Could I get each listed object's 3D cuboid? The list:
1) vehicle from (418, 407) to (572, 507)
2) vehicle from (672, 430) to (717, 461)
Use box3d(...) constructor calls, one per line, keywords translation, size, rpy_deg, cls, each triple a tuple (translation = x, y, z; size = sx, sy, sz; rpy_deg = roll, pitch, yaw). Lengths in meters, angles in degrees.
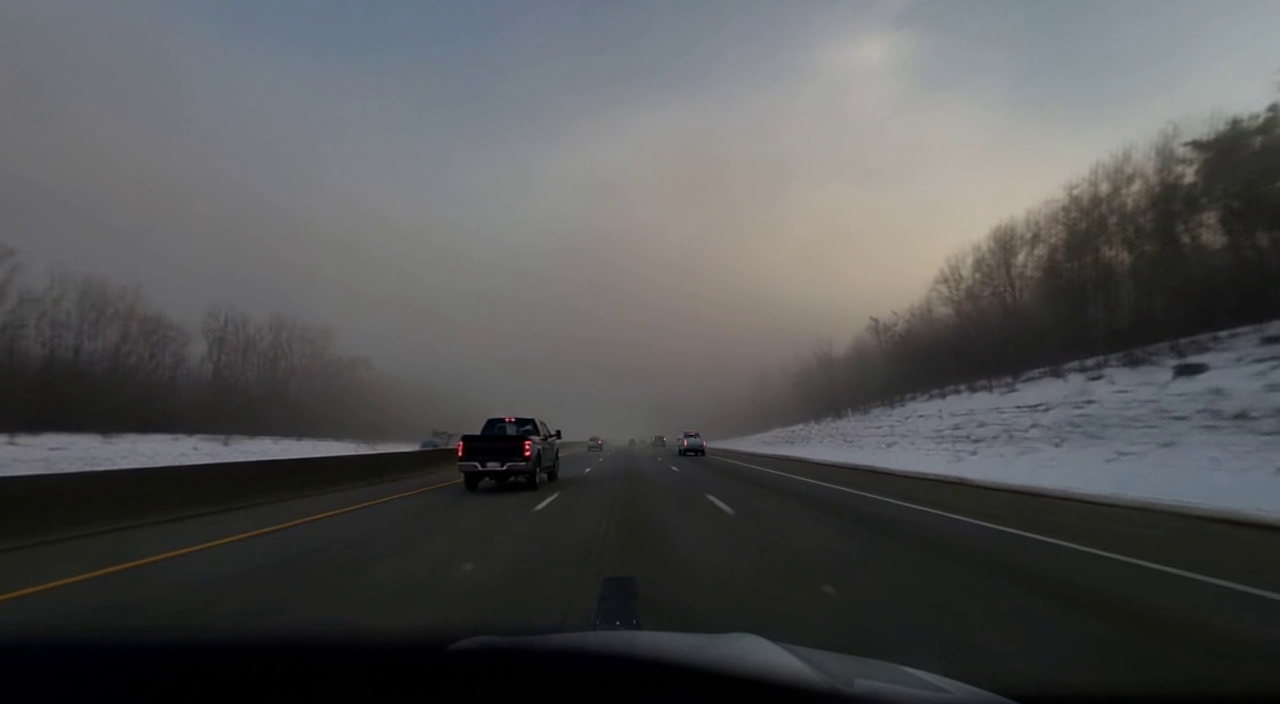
box3d(translation=(-2.846, 2.196, 13.631), size=(2.185, 1.772, 4.656), rpy_deg=(0, -8, 1), cls="vehicle")
box3d(translation=(3.191, 5.583, 37.655), size=(2.124, 1.696, 4.173), rpy_deg=(0, -8, -2), cls="vehicle")
